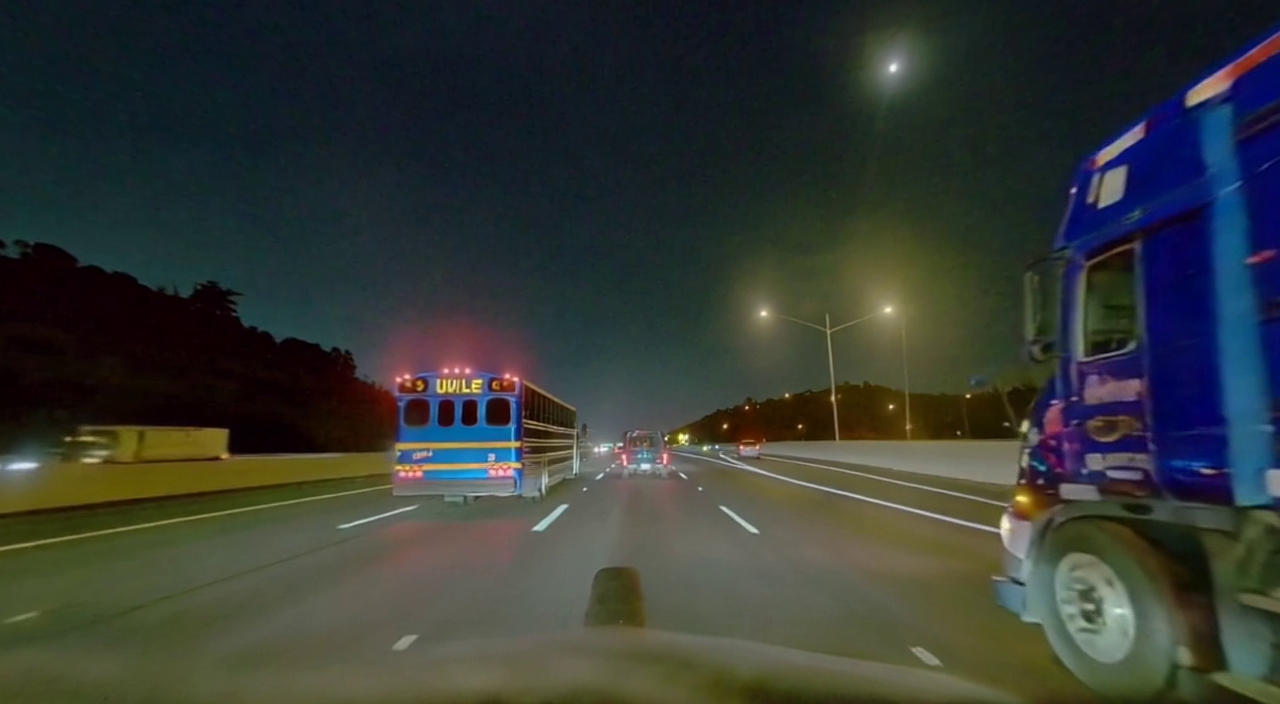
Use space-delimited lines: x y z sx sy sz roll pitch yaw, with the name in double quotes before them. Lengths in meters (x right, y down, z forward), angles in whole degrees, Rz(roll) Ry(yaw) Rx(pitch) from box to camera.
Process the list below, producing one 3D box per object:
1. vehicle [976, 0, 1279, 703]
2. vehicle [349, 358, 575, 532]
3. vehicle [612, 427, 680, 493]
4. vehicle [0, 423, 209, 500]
"vehicle" 4.131 -0.188 1.333 3.050 3.810 6.889 -1 -8 2
"vehicle" -3.513 2.197 15.063 2.947 3.009 7.991 0 -8 1
"vehicle" 0.147 3.548 21.088 2.037 1.929 4.343 0 -9 -1
"vehicle" -24.849 4.910 29.033 2.983 2.881 9.944 0 -9 0
